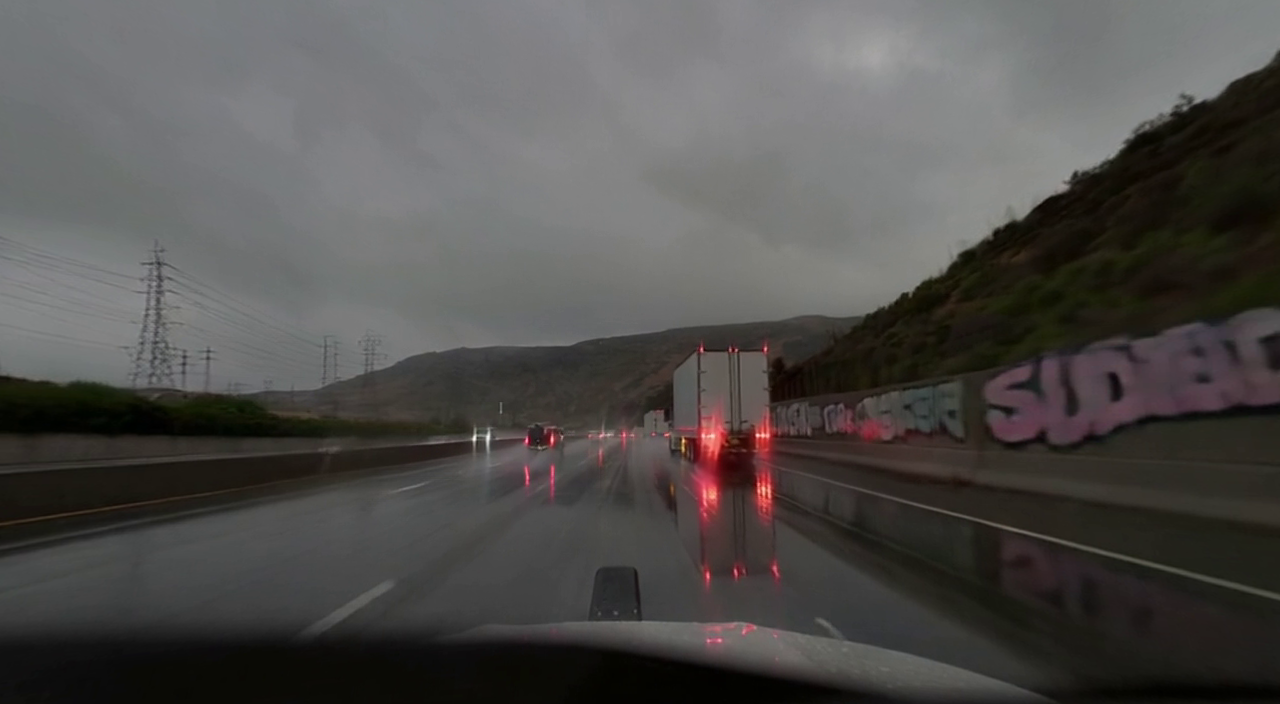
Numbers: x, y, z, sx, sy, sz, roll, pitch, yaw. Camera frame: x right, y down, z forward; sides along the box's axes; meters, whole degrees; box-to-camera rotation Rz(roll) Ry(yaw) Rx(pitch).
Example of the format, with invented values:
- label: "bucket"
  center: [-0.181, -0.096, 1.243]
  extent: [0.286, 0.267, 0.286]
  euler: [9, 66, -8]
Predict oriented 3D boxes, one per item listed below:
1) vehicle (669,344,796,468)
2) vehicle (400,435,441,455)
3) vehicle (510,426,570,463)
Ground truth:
- label: "vehicle"
  center: [3.112, 2.396, 25.115]
  extent: [3.060, 3.842, 11.095]
  euler: [0, -8, -2]
- label: "vehicle"
  center: [-16.139, 6.848, 46.456]
  extent: [1.642, 1.416, 3.639]
  euler: [0, -8, 1]
- label: "vehicle"
  center: [-4.319, 4.070, 27.885]
  extent: [1.965, 1.486, 4.448]
  euler: [0, -8, -1]
